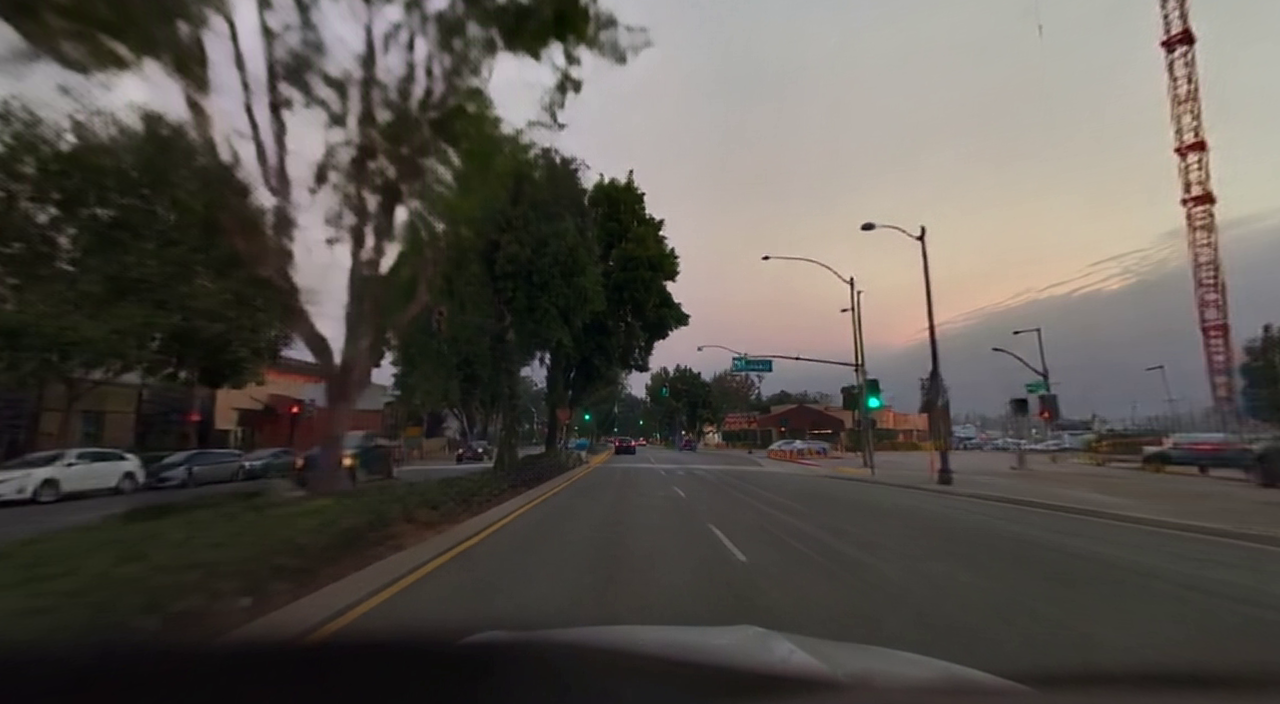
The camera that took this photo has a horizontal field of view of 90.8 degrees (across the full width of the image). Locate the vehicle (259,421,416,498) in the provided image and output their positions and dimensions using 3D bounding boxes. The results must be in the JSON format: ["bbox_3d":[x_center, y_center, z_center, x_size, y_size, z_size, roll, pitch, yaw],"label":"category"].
[{"bbox_3d":[-8.671,3.129,18.778,2.227,1.956,4.978,0,-8,-1],"label":"vehicle"}]

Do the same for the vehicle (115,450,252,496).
[{"bbox_3d":[-16.573,4.358,23.250,1.765,1.473,4.423,0,-9,-1],"label":"vehicle"}]

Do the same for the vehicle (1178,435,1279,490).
[{"bbox_3d":[17.758,3.150,18.316,1.758,1.425,4.358,-3,-9,19],"label":"vehicle"}]

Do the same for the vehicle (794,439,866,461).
[{"bbox_3d":[13.553,7.014,45.159,4.506,1.479,1.924,0,-9,1],"label":"vehicle"}]

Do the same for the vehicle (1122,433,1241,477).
[{"bbox_3d":[19.695,3.761,23.234,1.777,1.441,3.976,-3,-9,17],"label":"vehicle"}]

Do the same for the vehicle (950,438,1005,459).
[{"bbox_3d":[24.790,7.091,46.326,3.995,1.463,1.862,6,-10,-35],"label":"vehicle"}]

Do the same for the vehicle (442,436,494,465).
[{"bbox_3d":[-12.451,7.167,46.084,2.249,1.952,5.746,0,-8,-1],"label":"vehicle"}]

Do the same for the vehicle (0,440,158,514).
[{"bbox_3d":[-16.338,3.390,17.689,2.070,1.774,4.549,0,-9,0],"label":"vehicle"}]
